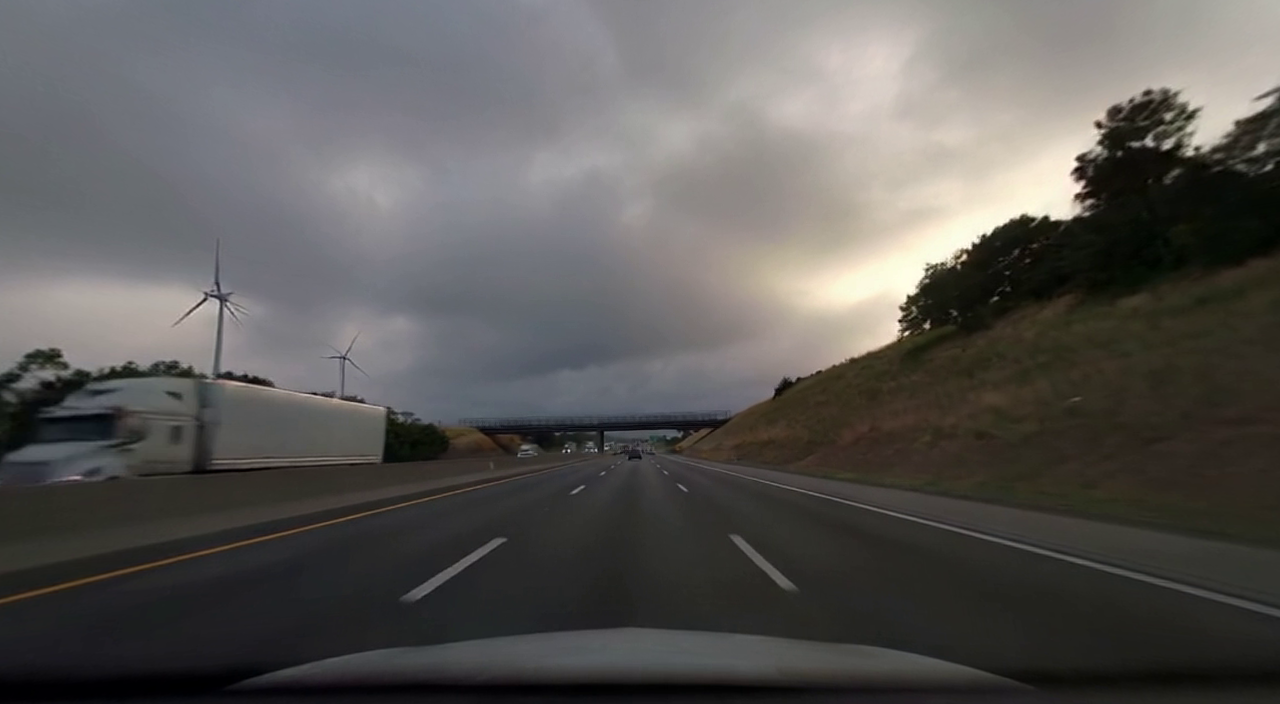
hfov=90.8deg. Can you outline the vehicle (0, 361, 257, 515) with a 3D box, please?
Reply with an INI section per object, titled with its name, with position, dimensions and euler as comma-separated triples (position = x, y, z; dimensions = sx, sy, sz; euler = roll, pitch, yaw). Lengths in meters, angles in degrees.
[vehicle]
position = -15.561, 2.712, 19.773
dimensions = 3.154, 4.039, 6.070
euler = 0, -9, -1
